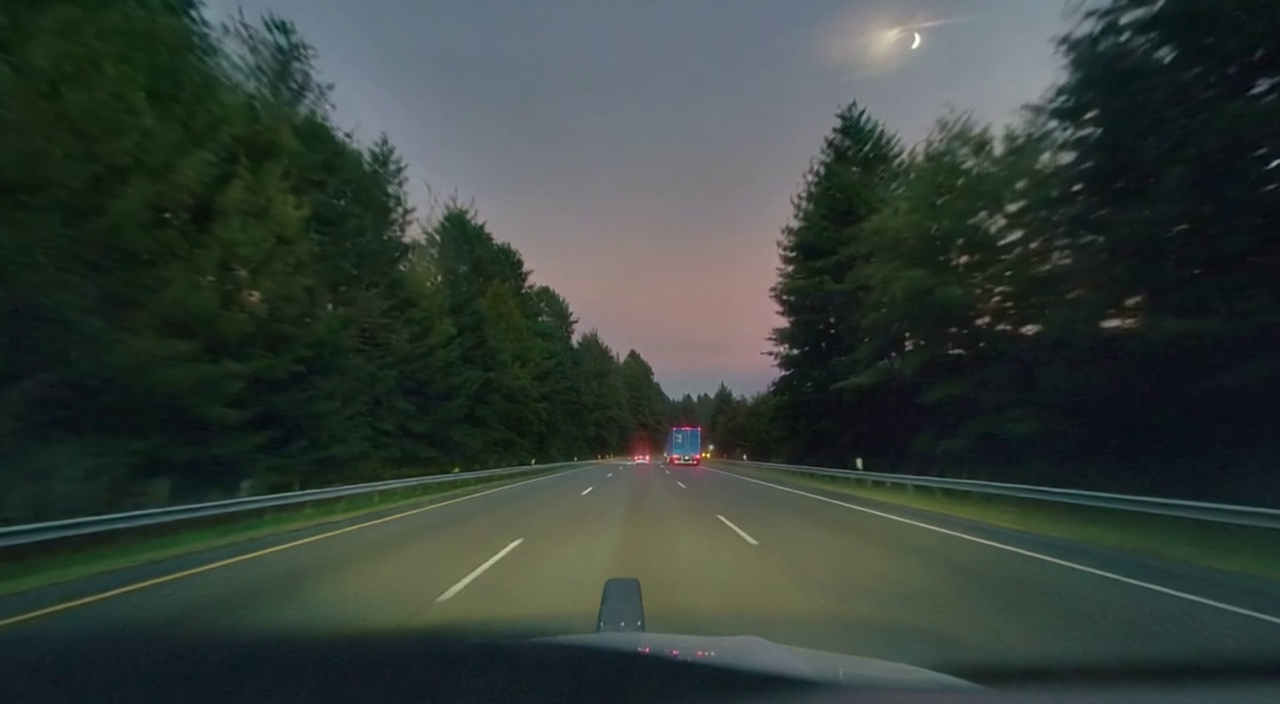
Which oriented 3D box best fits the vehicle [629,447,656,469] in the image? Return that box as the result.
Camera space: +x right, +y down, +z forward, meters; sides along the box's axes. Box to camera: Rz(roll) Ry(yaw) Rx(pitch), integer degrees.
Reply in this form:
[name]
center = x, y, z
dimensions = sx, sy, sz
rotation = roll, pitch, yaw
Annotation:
[vehicle]
center = 0.174, 7.625, 45.313
dimensions = 1.900, 1.497, 3.732
rotation = 0, -9, 0
